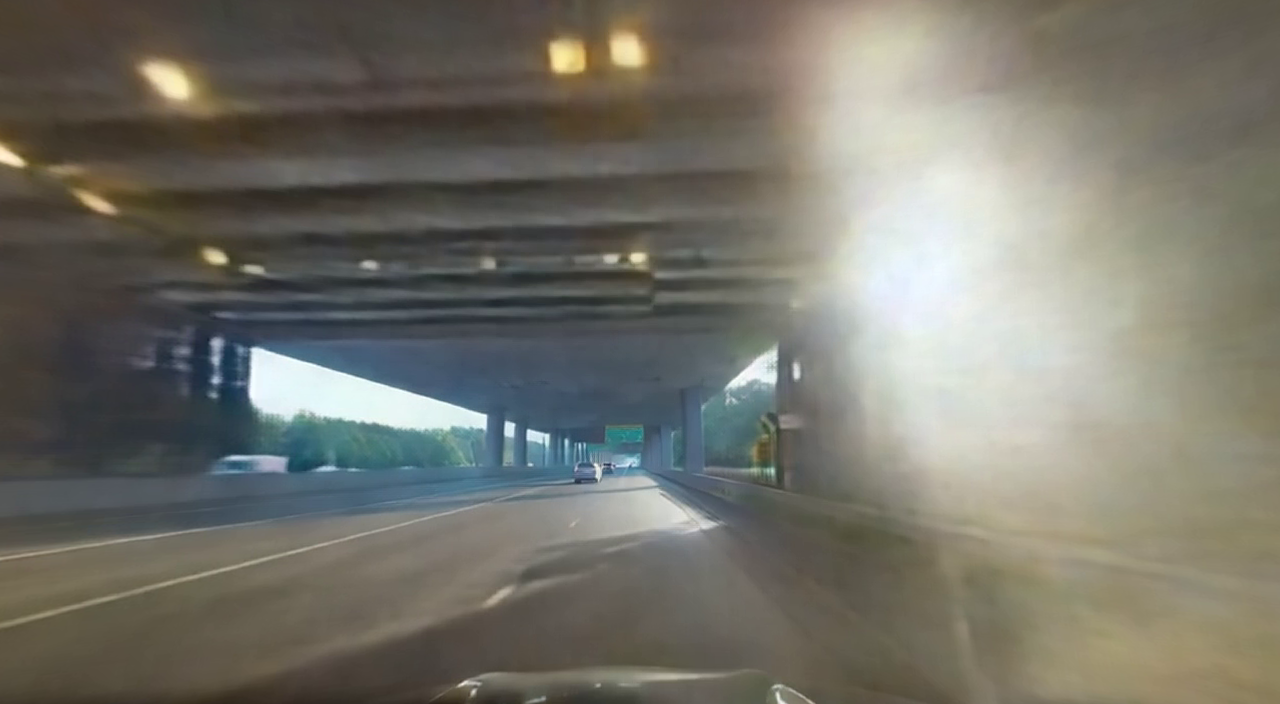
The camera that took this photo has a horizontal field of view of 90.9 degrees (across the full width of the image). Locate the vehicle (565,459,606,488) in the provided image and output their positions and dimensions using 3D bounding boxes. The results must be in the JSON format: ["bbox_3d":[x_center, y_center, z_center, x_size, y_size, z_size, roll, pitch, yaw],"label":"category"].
[{"bbox_3d":[-3.182,7.230,37.569,2.092,1.642,3.895,1,-10,0],"label":"vehicle"}]

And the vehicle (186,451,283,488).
[{"bbox_3d":[-25.579,7.468,40.066,2.197,2.085,5.778,1,-11,0],"label":"vehicle"}]
